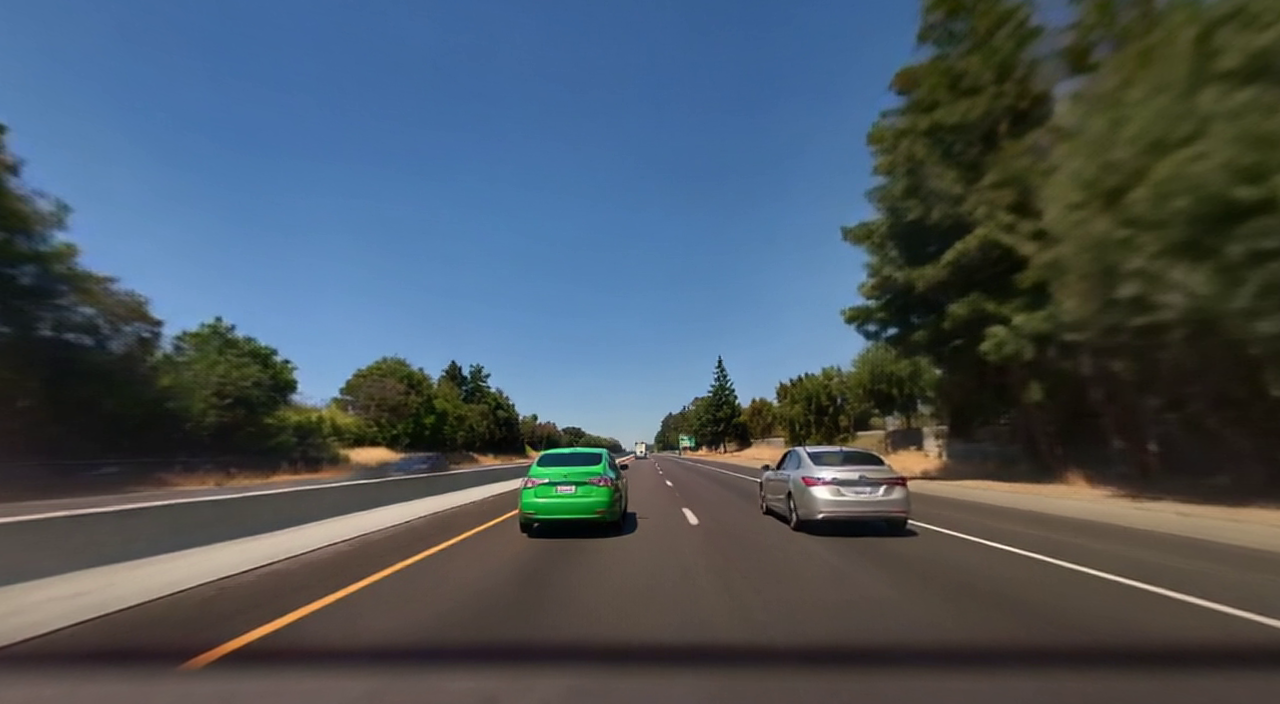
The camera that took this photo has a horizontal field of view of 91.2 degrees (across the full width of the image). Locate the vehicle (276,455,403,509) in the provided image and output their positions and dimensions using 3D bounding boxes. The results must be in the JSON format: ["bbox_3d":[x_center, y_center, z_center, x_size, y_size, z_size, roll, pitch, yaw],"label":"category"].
[{"bbox_3d":[-9.660,4.171,20.575,1.937,1.521,4.208,-1,-9,2],"label":"vehicle"}]

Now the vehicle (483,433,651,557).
[{"bbox_3d":[-0.902,2.153,10.147,2.083,1.548,4.251,-1,-9,2],"label":"vehicle"}]

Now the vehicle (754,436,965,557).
[{"bbox_3d":[3.198,2.179,10.150,2.021,1.533,4.014,-1,-9,2],"label":"vehicle"}]
